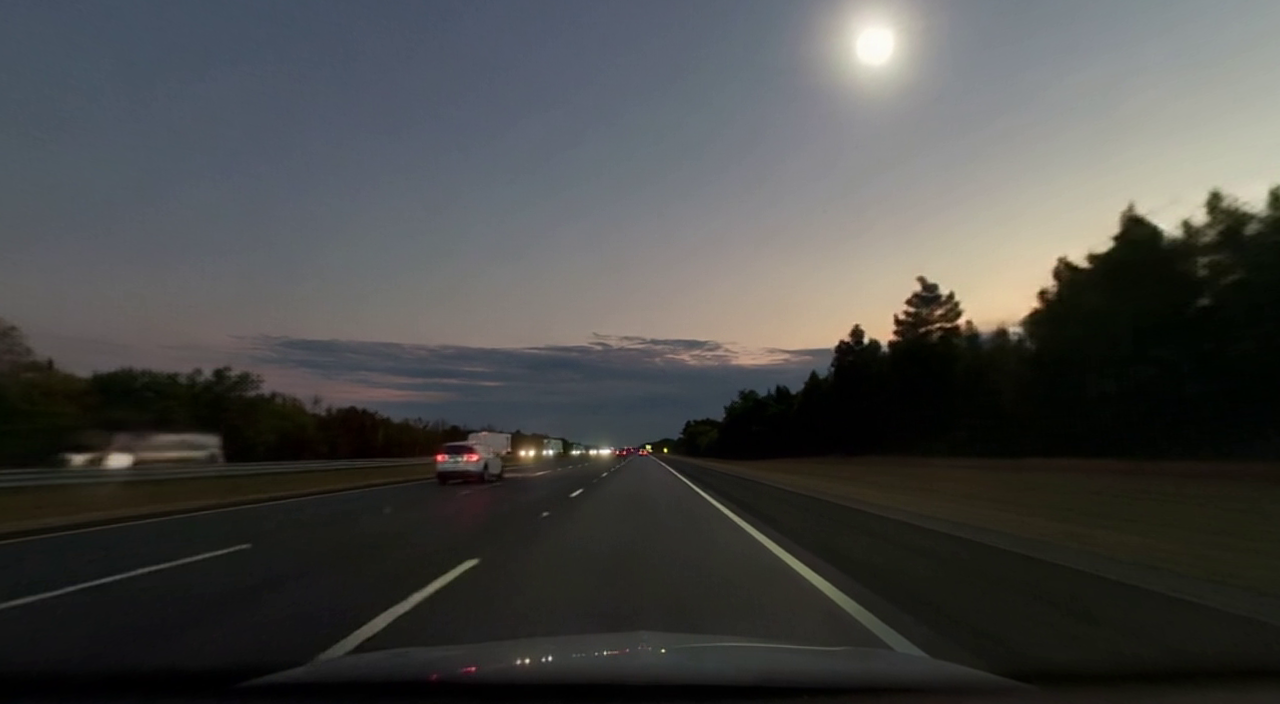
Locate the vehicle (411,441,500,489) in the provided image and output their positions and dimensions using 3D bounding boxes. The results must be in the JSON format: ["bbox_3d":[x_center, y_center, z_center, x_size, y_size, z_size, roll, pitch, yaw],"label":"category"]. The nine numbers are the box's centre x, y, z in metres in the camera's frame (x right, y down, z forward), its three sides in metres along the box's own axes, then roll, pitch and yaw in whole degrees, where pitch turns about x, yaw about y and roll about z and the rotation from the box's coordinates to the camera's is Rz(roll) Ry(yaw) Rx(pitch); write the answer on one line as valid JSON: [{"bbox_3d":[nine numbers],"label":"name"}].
[{"bbox_3d":[-6.943,4.294,24.283,2.115,1.664,4.259,0,-9,0],"label":"vehicle"}]

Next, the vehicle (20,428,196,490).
[{"bbox_3d":[-19.060,3.849,23.005,2.181,1.998,4.770,0,-9,0],"label":"vehicle"}]
